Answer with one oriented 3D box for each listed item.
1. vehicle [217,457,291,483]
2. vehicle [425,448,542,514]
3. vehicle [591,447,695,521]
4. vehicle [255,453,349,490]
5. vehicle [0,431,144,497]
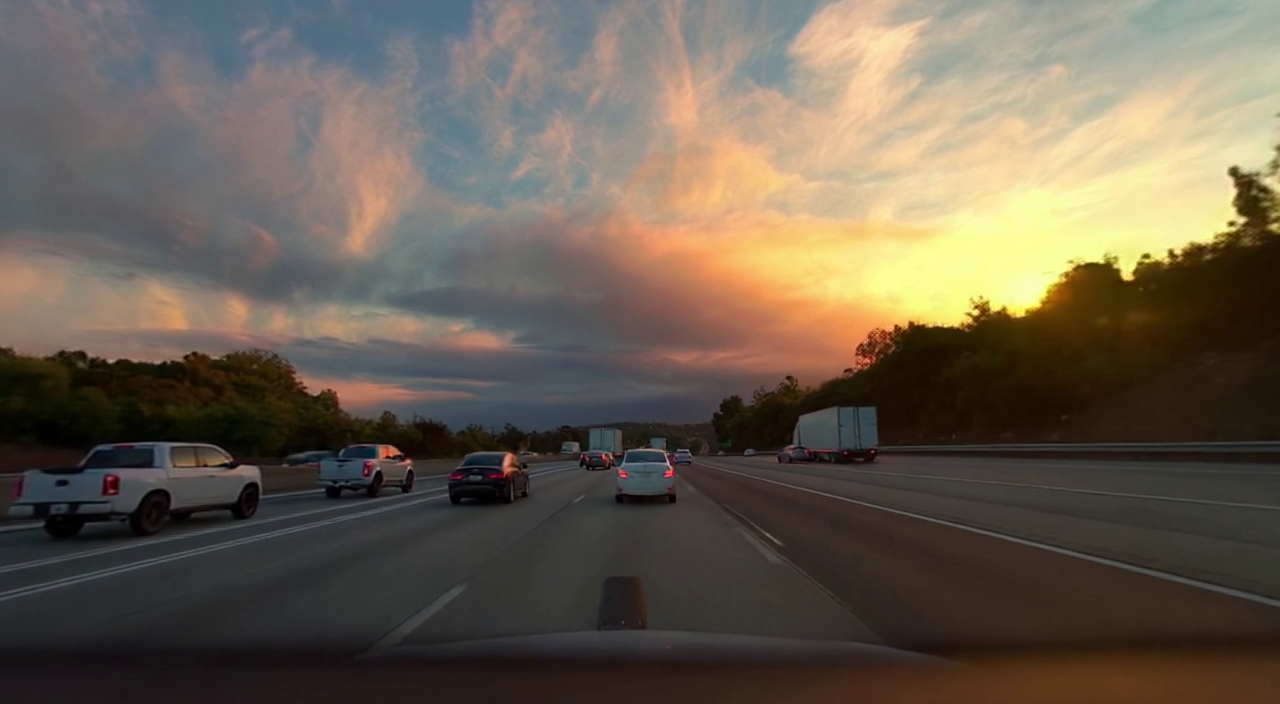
[{"bbox_3d":[-27.386,8.382,44.907,1.962,1.694,4.917,-1,-9,2],"label":"vehicle"},{"bbox_3d":[-3.994,3.358,16.899,1.929,1.509,4.331,0,-9,1],"label":"vehicle"},{"bbox_3d":[0.085,2.944,14.544,2.057,1.449,3.931,0,-9,1],"label":"vehicle"},{"bbox_3d":[-15.325,5.404,28.847,1.949,1.540,4.064,-1,-9,2],"label":"vehicle"},{"bbox_3d":[-32.022,6.246,35.621,2.761,3.380,5.944,-1,-9,2],"label":"vehicle"}]
